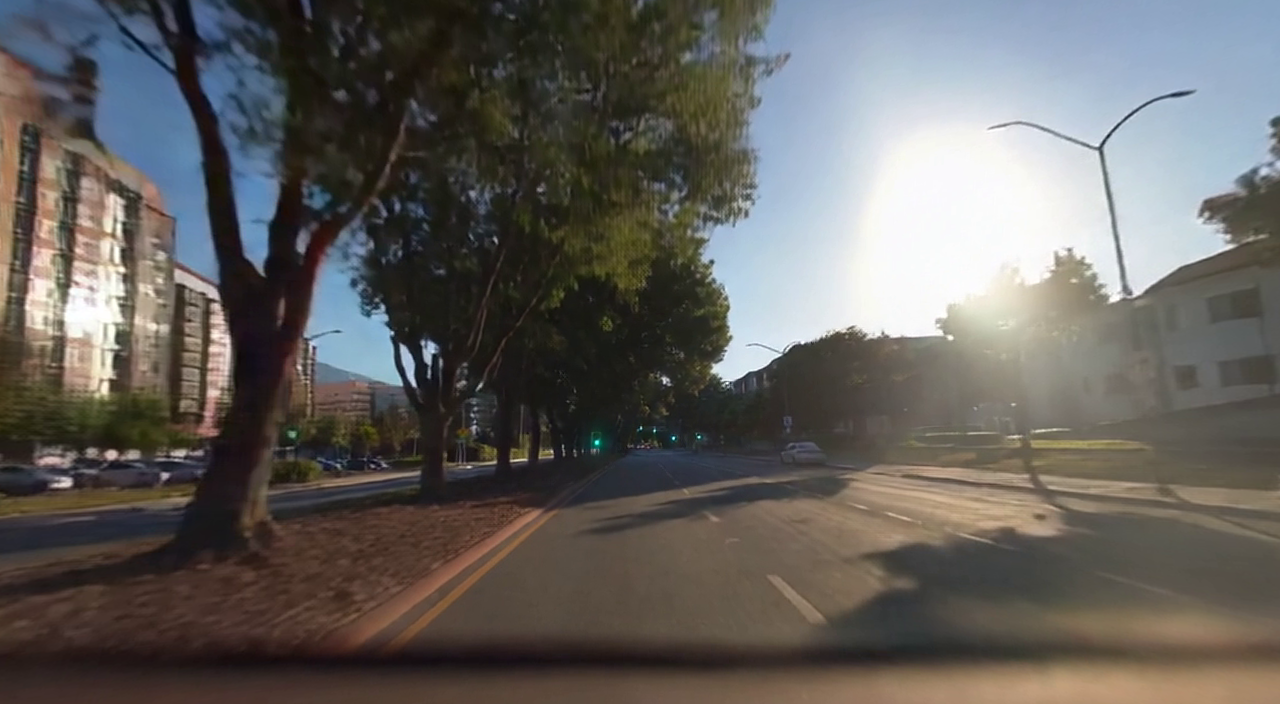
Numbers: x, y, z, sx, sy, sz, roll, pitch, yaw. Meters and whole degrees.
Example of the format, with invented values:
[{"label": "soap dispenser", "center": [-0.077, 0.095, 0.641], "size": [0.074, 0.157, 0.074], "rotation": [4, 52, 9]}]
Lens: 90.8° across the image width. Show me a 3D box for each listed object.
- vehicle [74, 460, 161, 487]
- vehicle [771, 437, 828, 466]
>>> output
[{"label": "vehicle", "center": [-30.851, 7.191, 37.354], "size": [3.652, 1.488, 1.678], "rotation": [-1, -8, 3]}, {"label": "vehicle", "center": [9.961, 6.251, 39.837], "size": [2.051, 1.726, 4.898], "rotation": [0, -8, -3]}]
